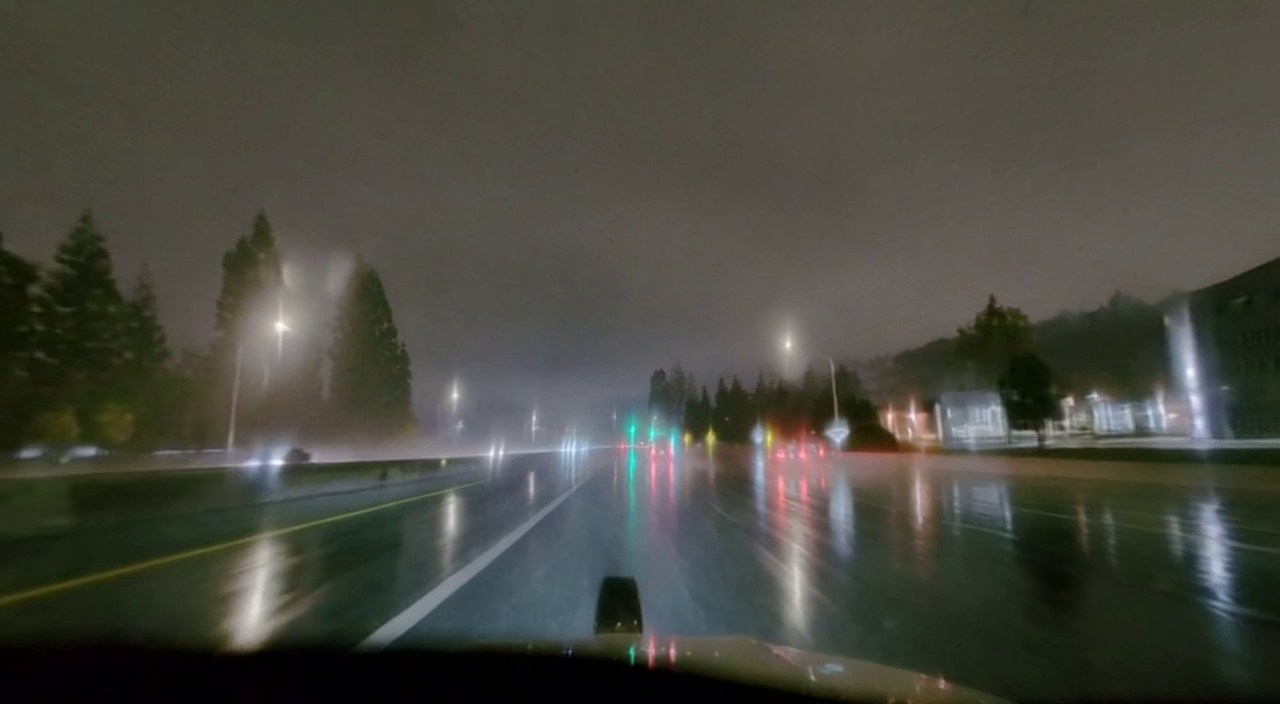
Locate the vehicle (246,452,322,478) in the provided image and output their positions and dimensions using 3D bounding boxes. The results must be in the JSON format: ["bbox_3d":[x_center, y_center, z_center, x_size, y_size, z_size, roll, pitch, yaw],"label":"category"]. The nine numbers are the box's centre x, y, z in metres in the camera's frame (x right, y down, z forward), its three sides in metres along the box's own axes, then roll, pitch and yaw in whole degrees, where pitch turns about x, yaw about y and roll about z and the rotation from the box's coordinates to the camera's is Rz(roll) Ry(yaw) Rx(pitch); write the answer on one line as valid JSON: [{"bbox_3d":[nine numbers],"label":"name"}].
[{"bbox_3d":[-22.223,7.036,39.689,1.908,1.506,4.951,0,-9,-1],"label":"vehicle"}]
